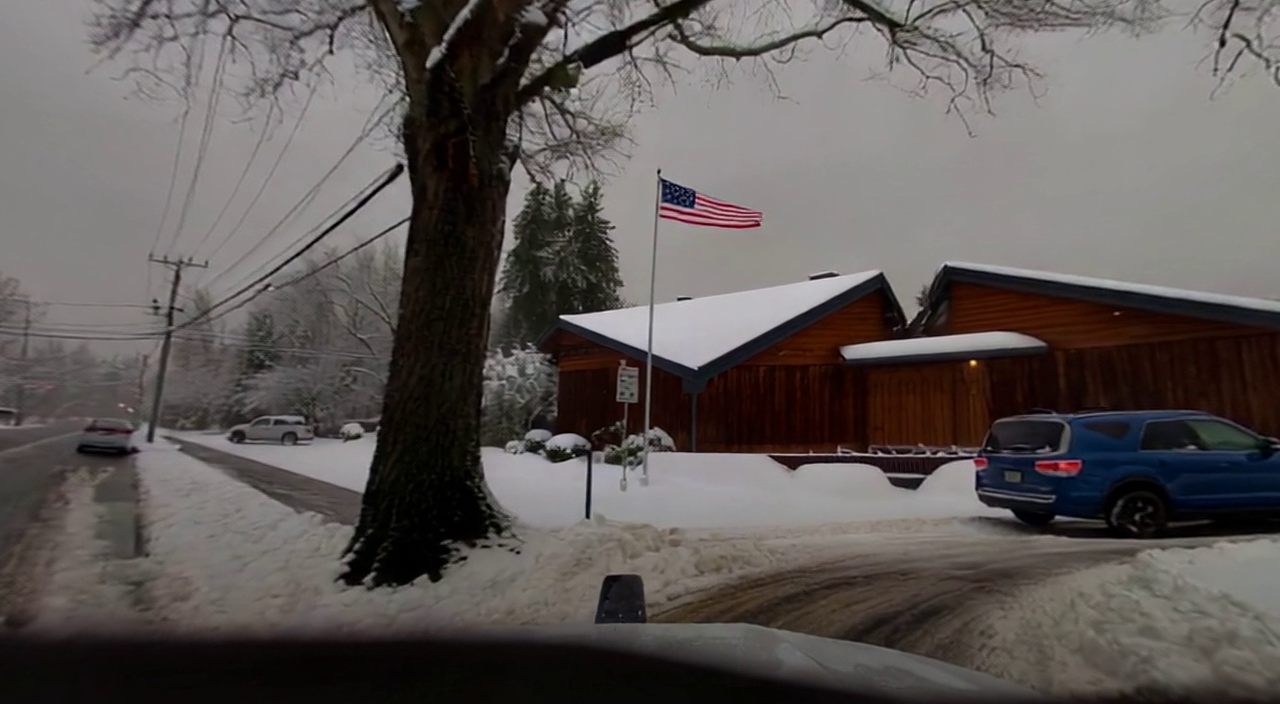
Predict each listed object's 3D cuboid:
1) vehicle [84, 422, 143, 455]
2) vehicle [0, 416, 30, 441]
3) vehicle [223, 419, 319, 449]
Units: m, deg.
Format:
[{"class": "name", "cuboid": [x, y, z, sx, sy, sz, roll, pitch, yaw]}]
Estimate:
[{"class": "vehicle", "cuboid": [-25.213, 4.164, 30.343, 1.941, 1.460, 4.206, 7, -11, -38]}, {"class": "vehicle", "cuboid": [-46.607, 5.617, 46.264, 2.110, 1.703, 4.568, 6, -11, -36]}, {"class": "vehicle", "cuboid": [-22.864, 5.147, 39.236, 4.767, 1.735, 1.920, 7, -11, -39]}]
